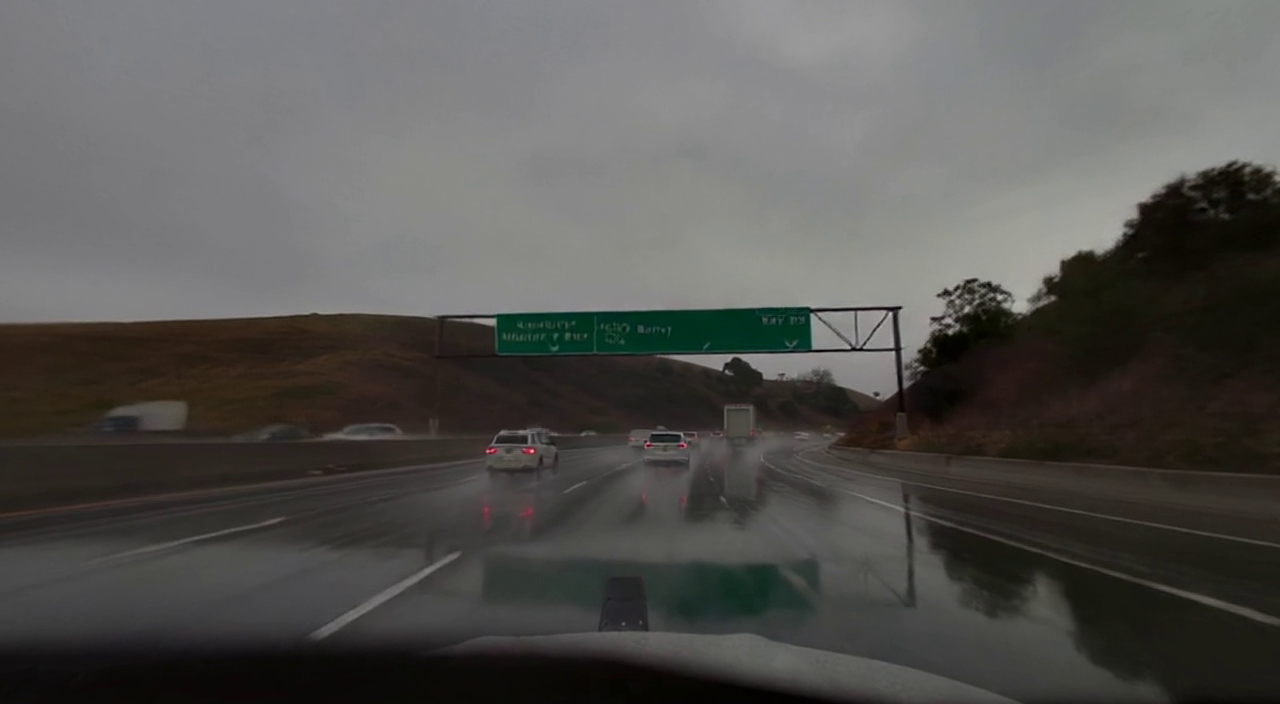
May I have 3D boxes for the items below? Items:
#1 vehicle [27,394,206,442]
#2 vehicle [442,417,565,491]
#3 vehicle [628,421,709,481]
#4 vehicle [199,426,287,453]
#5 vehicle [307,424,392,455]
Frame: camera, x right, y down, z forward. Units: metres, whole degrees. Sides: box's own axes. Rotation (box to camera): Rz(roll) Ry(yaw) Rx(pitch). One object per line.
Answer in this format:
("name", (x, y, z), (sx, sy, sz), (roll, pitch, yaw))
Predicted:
("vehicle", (-40.299, 5.399, 49.596), (3.183, 3.239, 12.201), (-1, -8, 3))
("vehicle", (-3.460, 2.702, 16.985), (2.077, 1.712, 4.406), (-1, -8, 4))
("vehicle", (1.037, 3.362, 21.618), (2.484, 1.820, 4.497), (-1, -8, 4))
("vehicle", (-22.804, 5.050, 36.468), (1.954, 1.450, 4.345), (-1, -8, 6))
("vehicle", (-15.842, 4.828, 34.670), (2.217, 1.546, 4.425), (-1, -8, 6))
